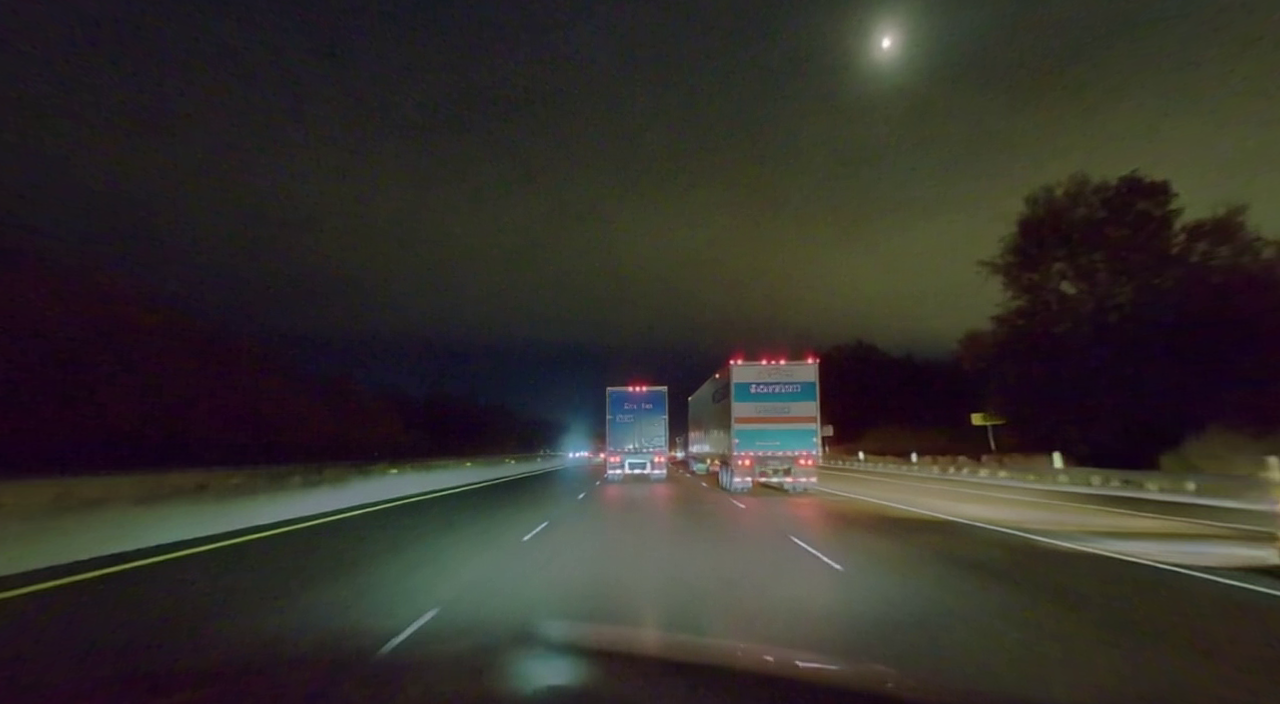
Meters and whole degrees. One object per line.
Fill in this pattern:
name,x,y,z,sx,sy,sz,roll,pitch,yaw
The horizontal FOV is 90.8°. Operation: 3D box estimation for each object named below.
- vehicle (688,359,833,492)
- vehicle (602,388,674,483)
vehicle,4.290,3.372,26.877,3.044,4.128,14.482,0,-9,-1
vehicle,-0.049,4.102,30.311,2.864,3.805,9.709,0,-9,0
